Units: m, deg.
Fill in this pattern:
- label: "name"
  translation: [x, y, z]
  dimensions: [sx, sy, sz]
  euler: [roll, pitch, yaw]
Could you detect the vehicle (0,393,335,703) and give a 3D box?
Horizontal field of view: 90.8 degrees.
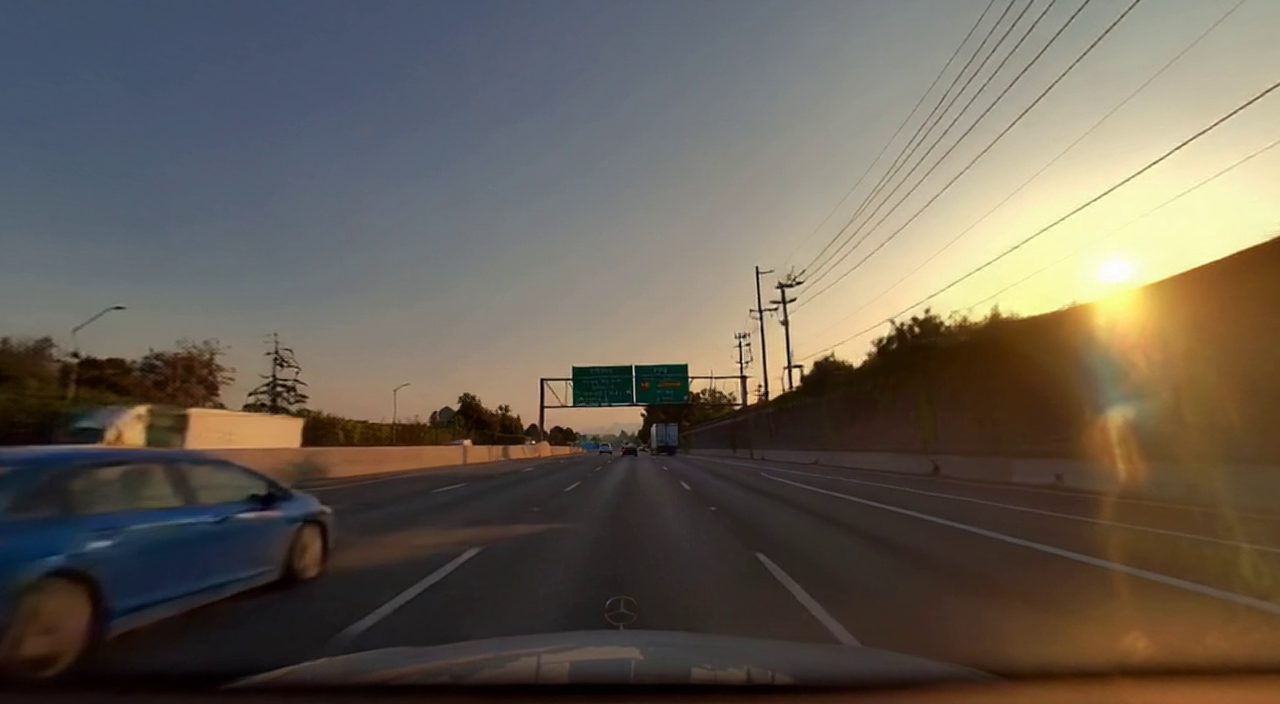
- label: "vehicle"
  translation: [-3.961, 1.127, 3.958]
  dimensions: [2.009, 1.533, 4.175]
  euler: [0, -9, 0]
